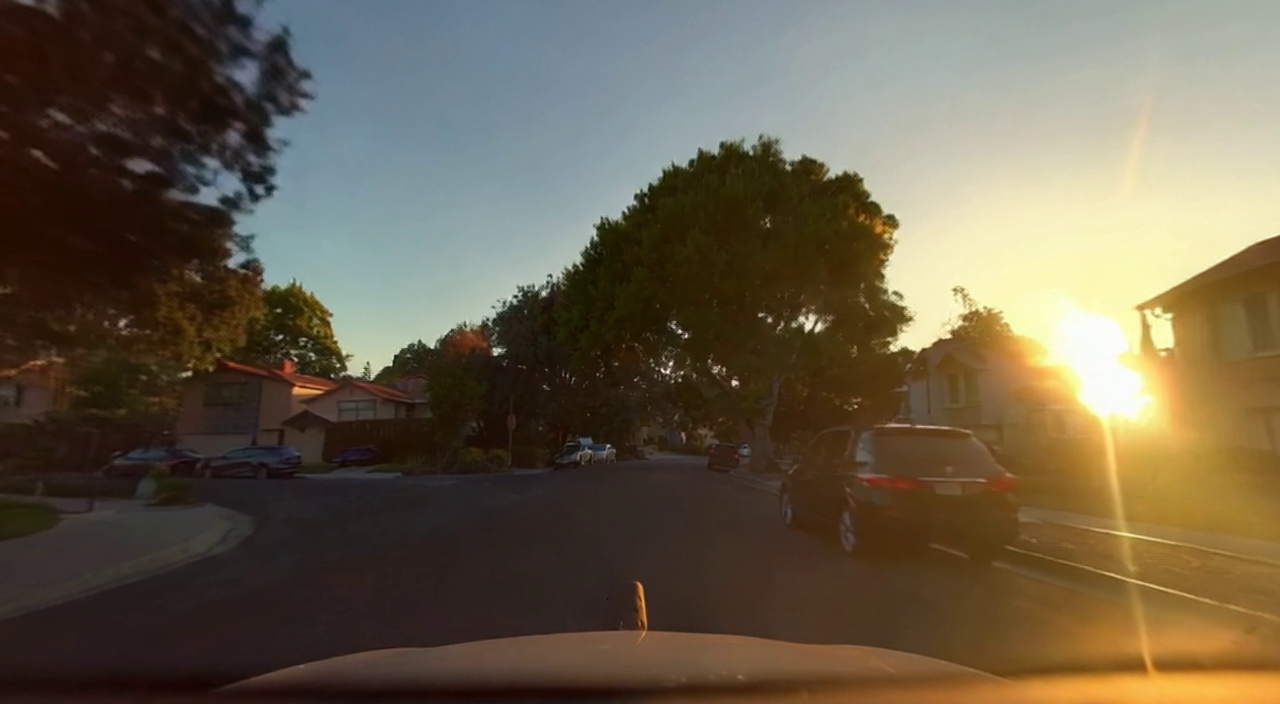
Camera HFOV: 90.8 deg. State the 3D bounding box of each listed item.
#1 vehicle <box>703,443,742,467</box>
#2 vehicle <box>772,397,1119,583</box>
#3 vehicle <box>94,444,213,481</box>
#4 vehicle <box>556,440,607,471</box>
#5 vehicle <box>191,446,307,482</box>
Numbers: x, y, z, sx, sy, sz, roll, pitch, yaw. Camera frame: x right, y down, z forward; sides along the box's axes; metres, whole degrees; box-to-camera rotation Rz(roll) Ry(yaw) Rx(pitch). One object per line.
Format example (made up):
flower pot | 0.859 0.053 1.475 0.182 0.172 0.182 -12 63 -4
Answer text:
vehicle | 6.012 7.380 45.496 2.075 1.657 4.648 -2 -9 16
vehicle | 3.540 1.726 8.752 2.228 1.813 4.901 0 -9 -1
vehicle | -20.637 4.693 26.896 3.610 1.501 1.814 -1 -9 4
vehicle | -3.757 6.716 41.209 2.041 1.762 4.508 -3 -8 11
vehicle | -16.449 4.705 26.705 3.734 1.441 1.756 -1 -9 4
